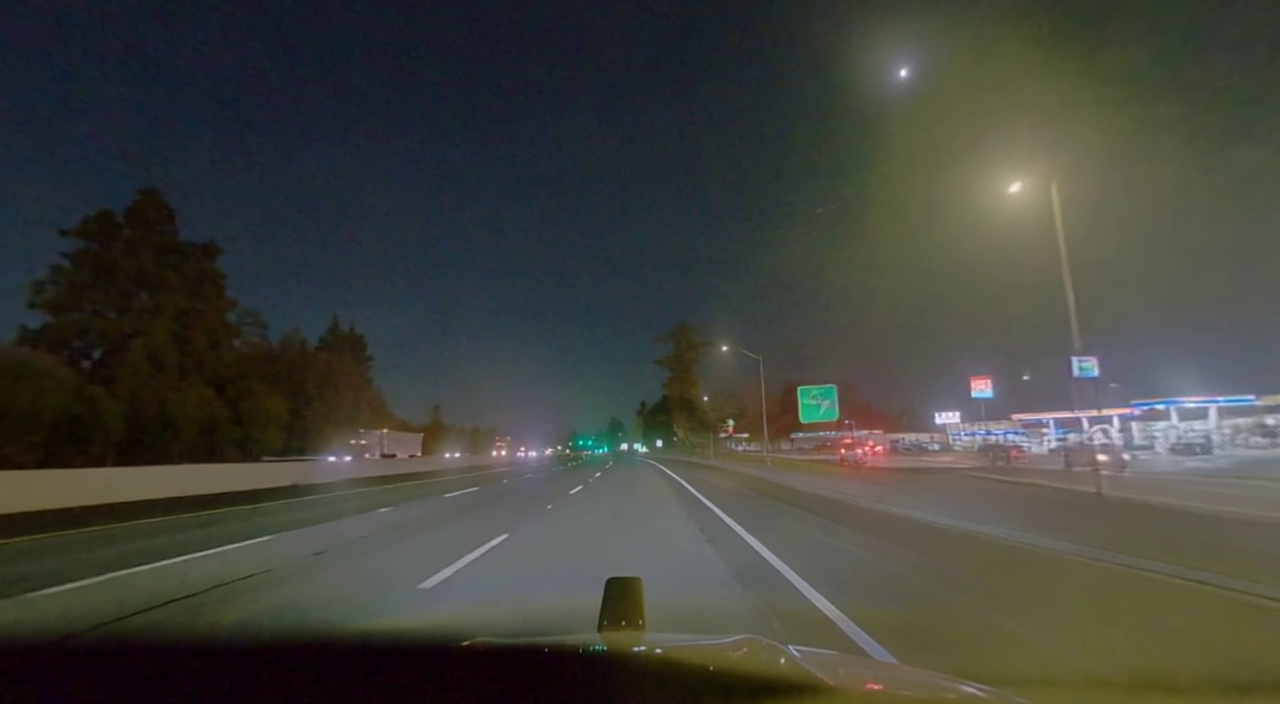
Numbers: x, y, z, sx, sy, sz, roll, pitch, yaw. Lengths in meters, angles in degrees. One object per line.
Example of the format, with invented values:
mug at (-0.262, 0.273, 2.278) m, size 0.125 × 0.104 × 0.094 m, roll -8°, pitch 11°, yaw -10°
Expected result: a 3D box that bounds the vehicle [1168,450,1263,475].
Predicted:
vehicle at (42.745, 8.201, 46.958) m, size 4.689 × 1.732 × 2.075 m, roll -2°, pitch -8°, yaw 12°
